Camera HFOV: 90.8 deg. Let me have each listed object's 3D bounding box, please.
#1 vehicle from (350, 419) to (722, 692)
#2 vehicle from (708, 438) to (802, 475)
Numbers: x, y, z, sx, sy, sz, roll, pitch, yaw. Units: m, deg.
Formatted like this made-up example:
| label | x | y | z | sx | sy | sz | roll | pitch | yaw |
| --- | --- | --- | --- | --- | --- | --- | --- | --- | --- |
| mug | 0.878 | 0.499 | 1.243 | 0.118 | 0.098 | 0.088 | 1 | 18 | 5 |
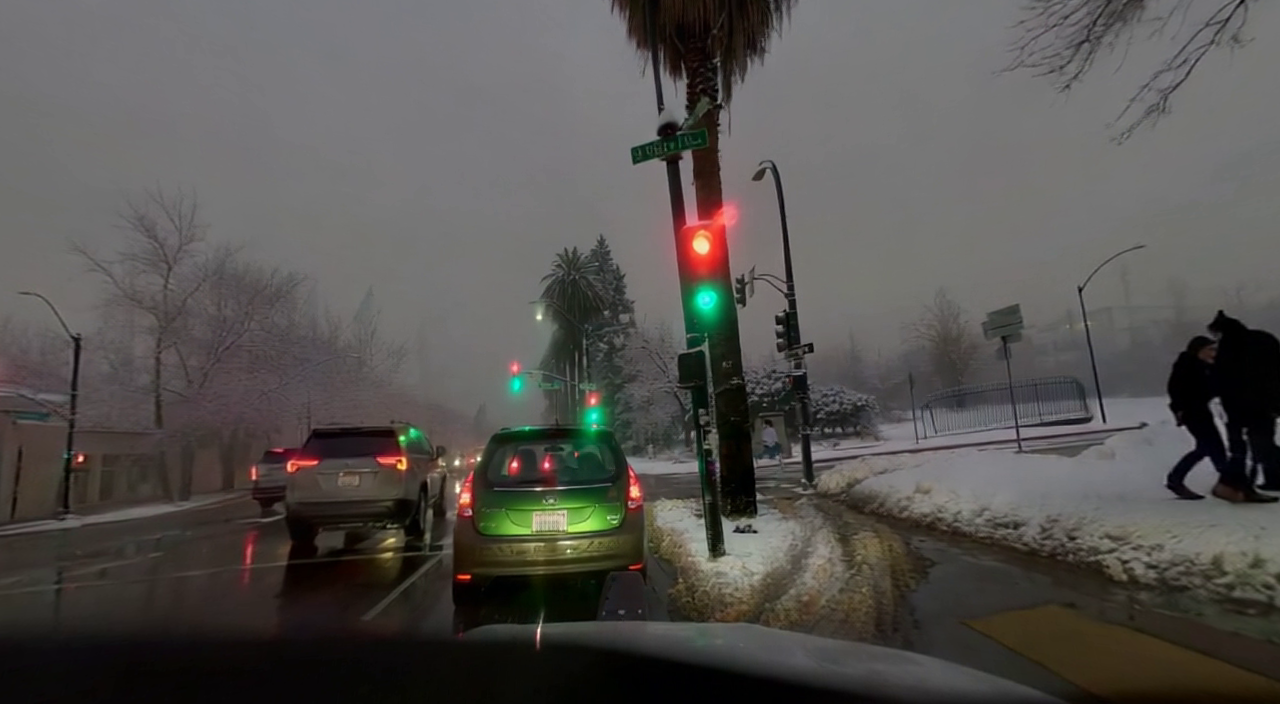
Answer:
| label | x | y | z | sx | sy | sz | roll | pitch | yaw |
| --- | --- | --- | --- | --- | --- | --- | --- | --- | --- |
| vehicle | -0.844 | 1.445 | 5.759 | 2.065 | 1.467 | 4.289 | 1 | -9 | -8 |
| vehicle | 5.541 | 5.080 | 30.761 | 3.987 | 1.636 | 1.903 | 1 | -10 | -14 |
